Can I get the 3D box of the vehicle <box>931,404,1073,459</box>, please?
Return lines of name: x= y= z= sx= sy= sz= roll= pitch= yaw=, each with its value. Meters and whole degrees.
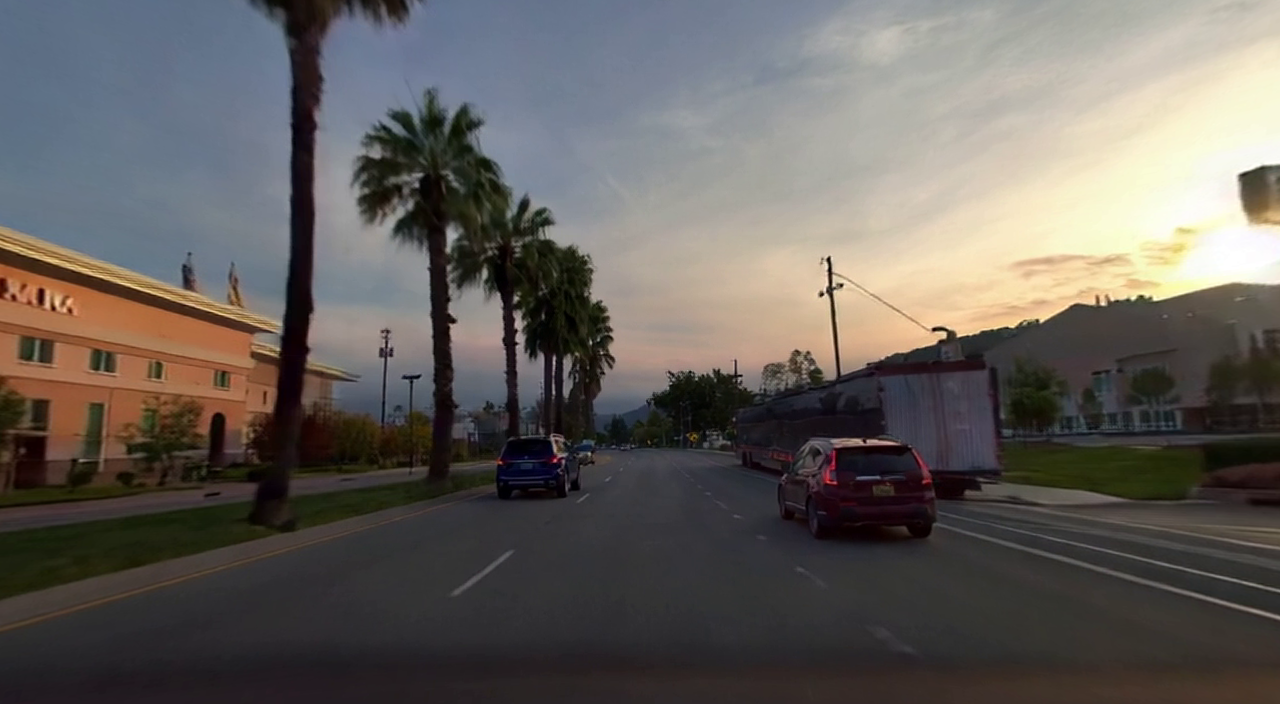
vehicle: x=18.028 y=4.060 z=31.677 sx=5.858 sy=2.544 sz=2.273 roll=-5 pitch=-10 yaw=30

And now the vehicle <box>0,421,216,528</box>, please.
vehicle: x=-21.509 y=4.592 z=24.742 sx=3.030 sy=3.354 sz=9.135 roll=-1 pitch=-9 yaw=2

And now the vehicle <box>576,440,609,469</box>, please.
vehicle: x=-3.065 y=6.711 z=41.398 sx=1.998 sy=1.743 sz=4.402 roll=0 pitch=-9 yaw=-2

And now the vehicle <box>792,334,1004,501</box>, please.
vehicle: x=7.103 y=2.107 z=19.090 sx=2.902 sy=3.992 sz=8.073 roll=0 pitch=-8 yaw=0

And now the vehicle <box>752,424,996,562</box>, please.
vehicle: x=3.002 y=1.896 z=9.201 sx=1.946 sy=1.513 sz=4.133 roll=0 pitch=-9 yaw=0

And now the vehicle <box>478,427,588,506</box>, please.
vehicle: x=-2.695 y=3.020 z=17.026 sx=2.058 sy=1.804 sz=4.391 roll=-1 pitch=-9 yaw=2
